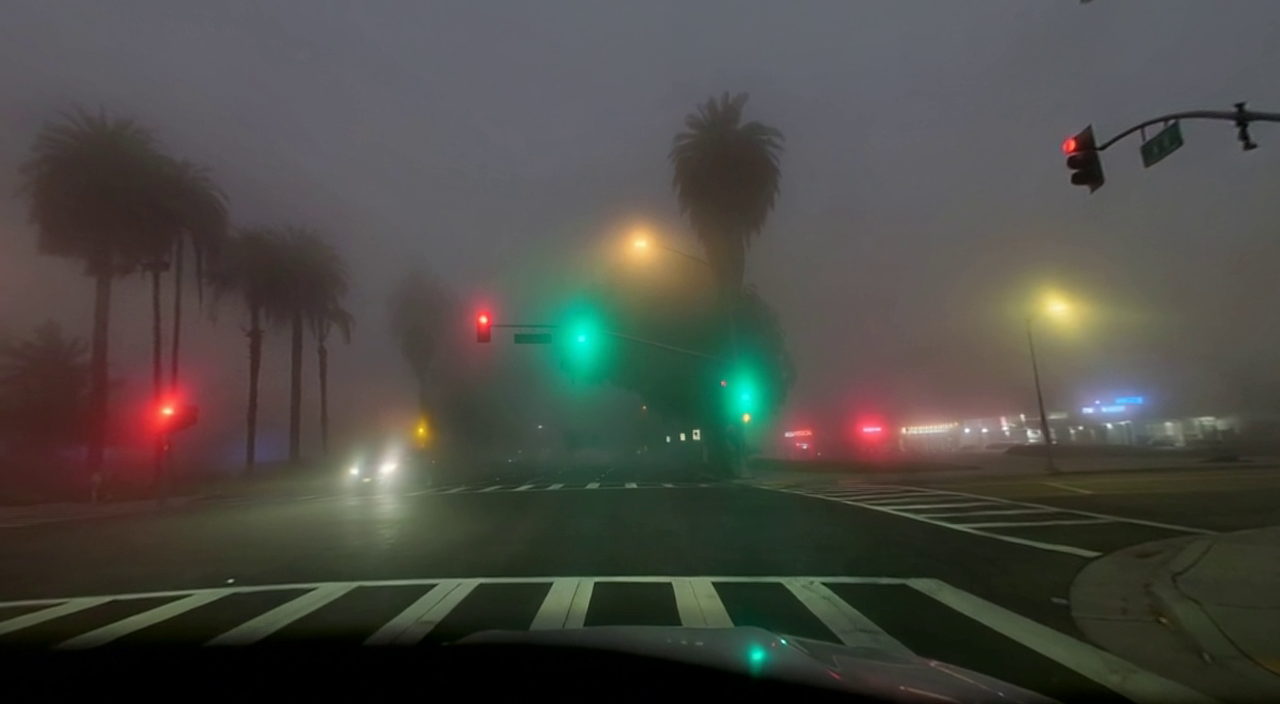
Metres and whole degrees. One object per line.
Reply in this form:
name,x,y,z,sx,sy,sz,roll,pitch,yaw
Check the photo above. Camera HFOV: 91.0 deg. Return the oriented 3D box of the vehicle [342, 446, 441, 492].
vehicle,-10.731,5.061,27.661,2.270,1.833,4.860,0,-9,1
